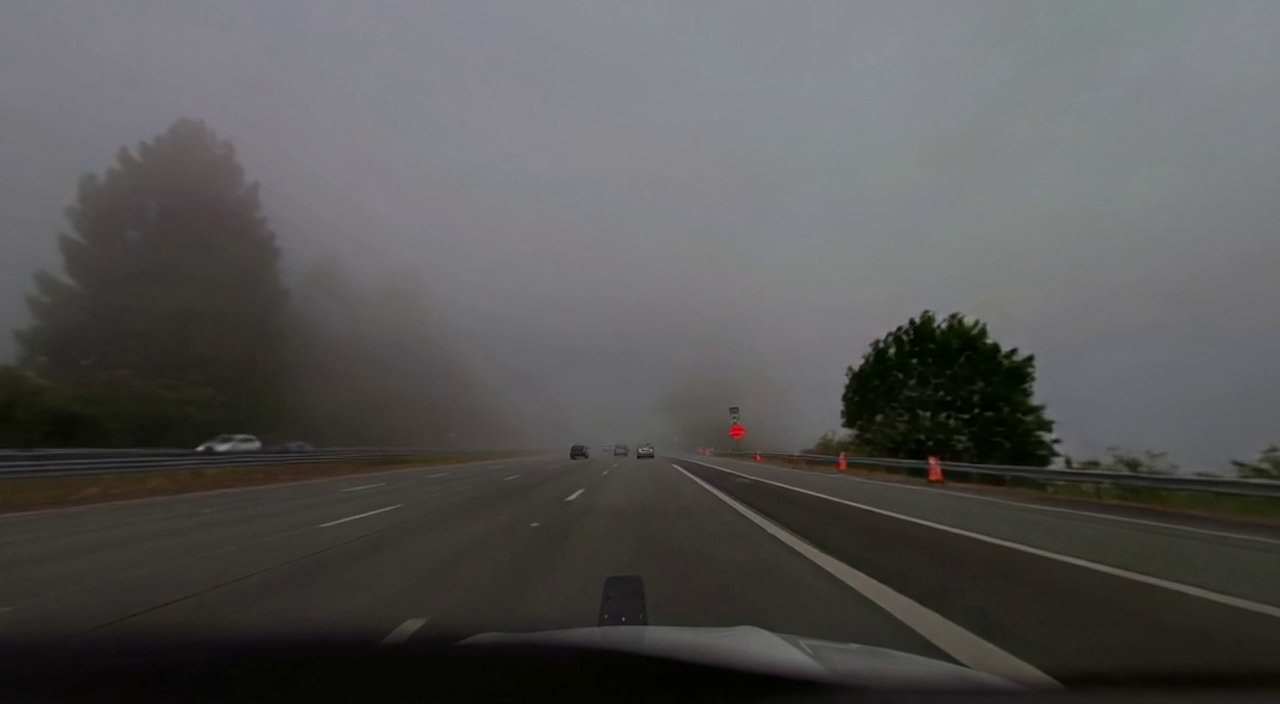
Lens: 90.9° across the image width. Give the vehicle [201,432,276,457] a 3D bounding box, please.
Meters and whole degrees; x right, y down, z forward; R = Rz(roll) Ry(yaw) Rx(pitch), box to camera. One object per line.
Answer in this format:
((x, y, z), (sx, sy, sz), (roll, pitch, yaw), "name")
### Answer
((-24.104, 5.562, 38.015), (1.852, 1.403, 3.920), (0, -8, 1), "vehicle")
